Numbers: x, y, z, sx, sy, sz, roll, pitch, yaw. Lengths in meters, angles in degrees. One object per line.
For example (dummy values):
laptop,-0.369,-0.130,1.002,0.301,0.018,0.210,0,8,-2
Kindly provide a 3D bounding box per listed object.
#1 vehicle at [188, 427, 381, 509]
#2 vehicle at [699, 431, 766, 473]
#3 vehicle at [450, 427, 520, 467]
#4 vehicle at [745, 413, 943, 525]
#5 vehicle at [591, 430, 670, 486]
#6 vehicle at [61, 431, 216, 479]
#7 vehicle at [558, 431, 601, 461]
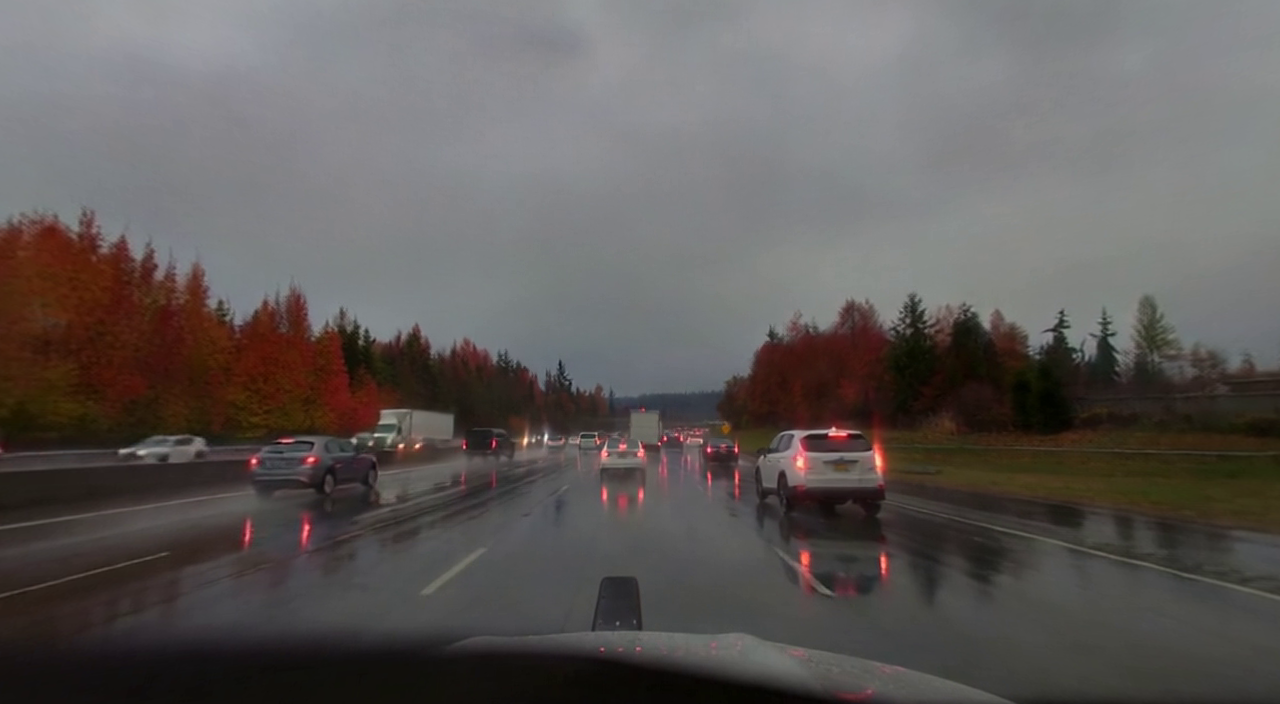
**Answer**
vehicle,-7.509,2.445,13.839,1.934,1.526,3.966,0,-8,0
vehicle,3.595,3.974,25.270,1.972,1.516,4.514,0,-8,0
vehicle,-7.489,4.621,30.916,2.117,1.779,4.745,0,-8,1
vehicle,3.402,2.037,11.561,2.095,1.650,4.331,0,-8,-1
vehicle,-0.287,3.136,19.078,2.111,1.494,4.364,0,-8,-1
vehicle,-18.991,3.901,24.173,2.026,1.629,4.766,0,-8,0
vehicle,-3.589,5.650,37.996,2.064,1.672,4.277,0,-8,1
